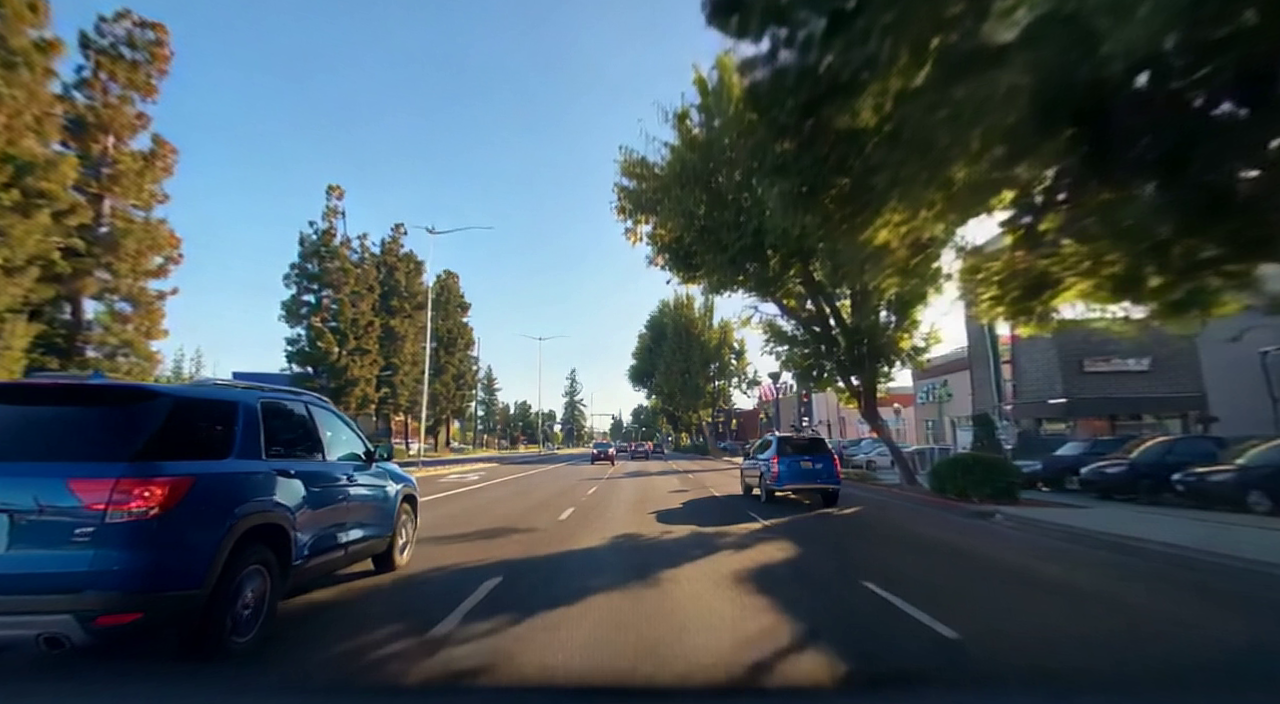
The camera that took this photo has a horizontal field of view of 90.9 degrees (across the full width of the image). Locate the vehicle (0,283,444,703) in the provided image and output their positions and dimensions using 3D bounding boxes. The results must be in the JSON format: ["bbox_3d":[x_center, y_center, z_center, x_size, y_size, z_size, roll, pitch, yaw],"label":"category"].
[{"bbox_3d":[-3.399,1.009,4.881,2.210,1.925,4.838,0,-8,0],"label":"vehicle"}]

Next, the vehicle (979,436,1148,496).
[{"bbox_3d":[13.351,3.597,20.406,1.880,1.671,5.180,0,-8,0],"label":"vehicle"}]

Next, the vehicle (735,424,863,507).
[{"bbox_3d":[3.823,2.819,16.079,2.024,1.773,4.431,1,-8,-1],"label":"vehicle"}]

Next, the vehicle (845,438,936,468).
[{"bbox_3d":[15.146,6.110,38.255,4.647,1.725,1.991,0,-8,1],"label":"vehicle"}]

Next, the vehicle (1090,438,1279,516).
[{"bbox_3d":[13.350,2.839,14.987,1.845,1.497,4.709,-2,-8,1],"label":"vehicle"}]
